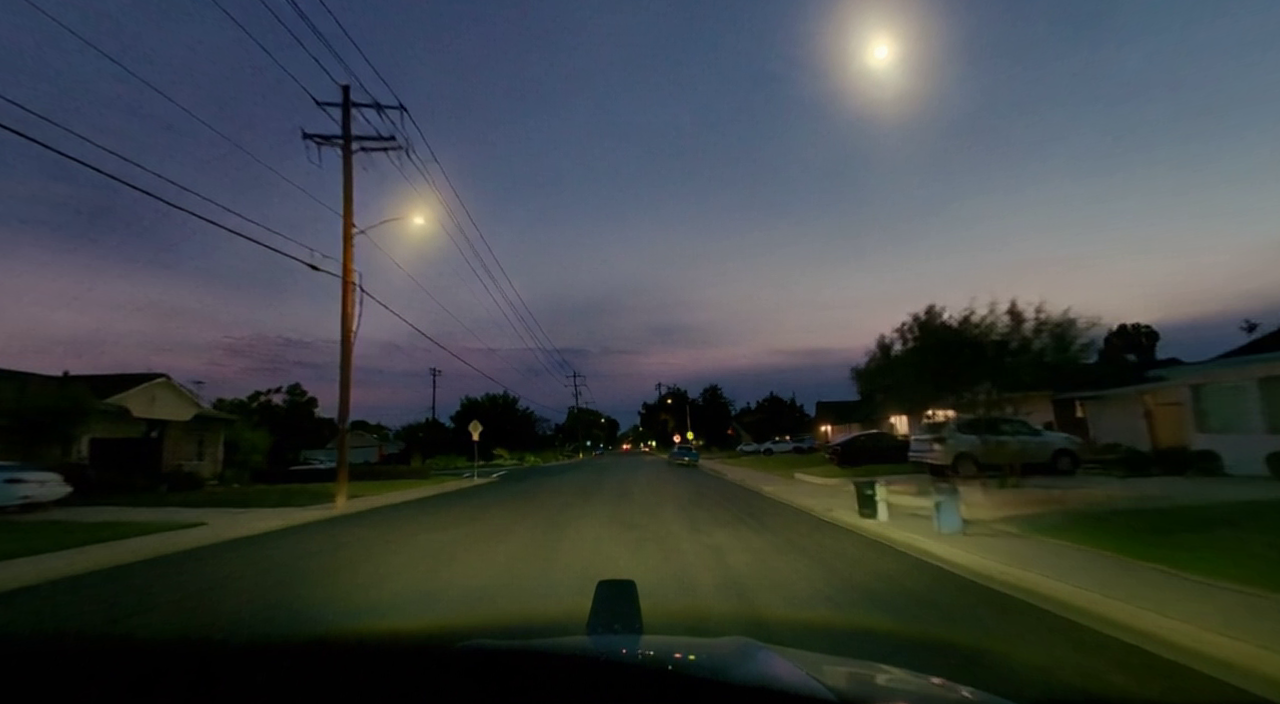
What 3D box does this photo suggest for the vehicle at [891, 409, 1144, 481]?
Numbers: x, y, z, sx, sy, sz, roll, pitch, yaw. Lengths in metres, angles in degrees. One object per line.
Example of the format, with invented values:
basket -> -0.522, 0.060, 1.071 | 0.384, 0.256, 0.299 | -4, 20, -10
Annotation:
vehicle -> 11.090, 2.792, 18.982 | 5.968, 1.963, 2.573 | 0, -9, -2

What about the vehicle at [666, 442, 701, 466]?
vehicle -> 3.316, 7.860, 48.693 | 2.134, 1.720, 4.515 | 0, -9, -3
